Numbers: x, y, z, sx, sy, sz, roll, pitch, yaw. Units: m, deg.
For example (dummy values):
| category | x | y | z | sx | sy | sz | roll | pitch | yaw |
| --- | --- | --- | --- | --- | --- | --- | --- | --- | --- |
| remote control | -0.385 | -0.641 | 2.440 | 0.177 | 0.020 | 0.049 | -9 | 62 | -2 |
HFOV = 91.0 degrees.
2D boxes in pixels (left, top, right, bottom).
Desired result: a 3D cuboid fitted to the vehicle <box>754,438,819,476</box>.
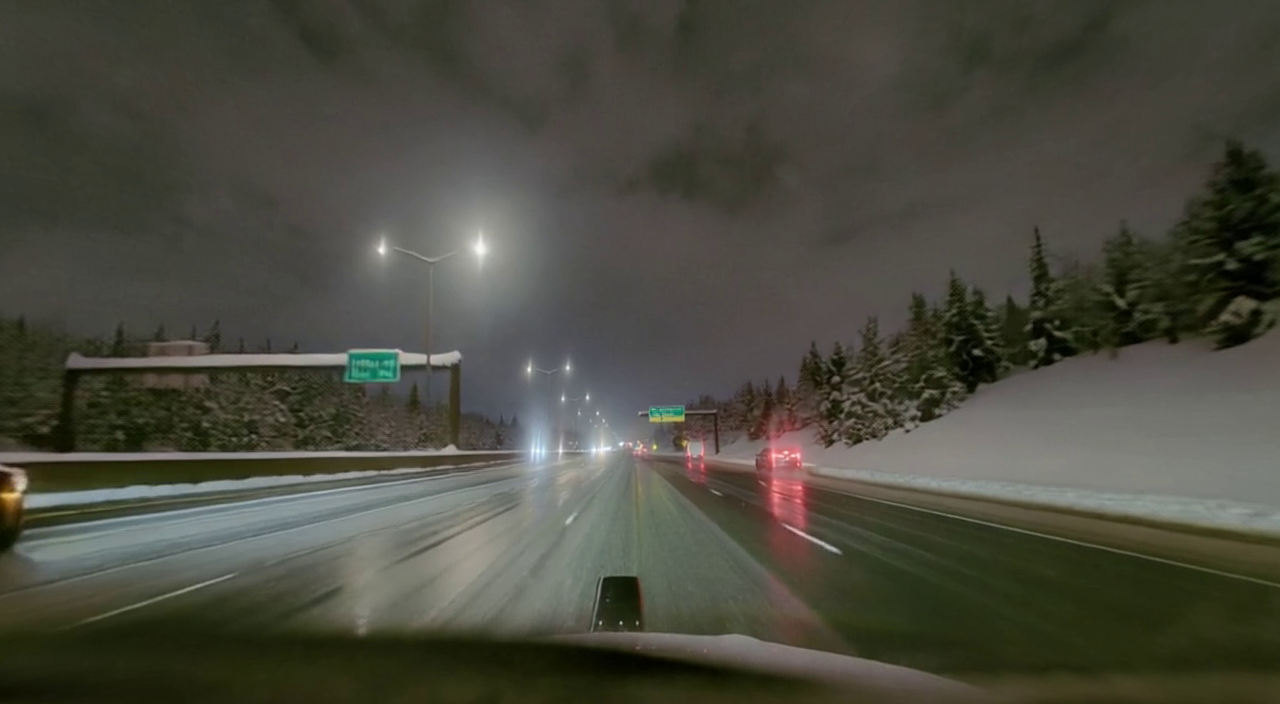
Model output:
| category | x | y | z | sx | sy | sz | roll | pitch | yaw |
| --- | --- | --- | --- | --- | --- | --- | --- | --- | --- |
| vehicle | 7.275 | 5.268 | 31.763 | 2.167 | 1.781 | 4.340 | 0 | -9 | -1 |
